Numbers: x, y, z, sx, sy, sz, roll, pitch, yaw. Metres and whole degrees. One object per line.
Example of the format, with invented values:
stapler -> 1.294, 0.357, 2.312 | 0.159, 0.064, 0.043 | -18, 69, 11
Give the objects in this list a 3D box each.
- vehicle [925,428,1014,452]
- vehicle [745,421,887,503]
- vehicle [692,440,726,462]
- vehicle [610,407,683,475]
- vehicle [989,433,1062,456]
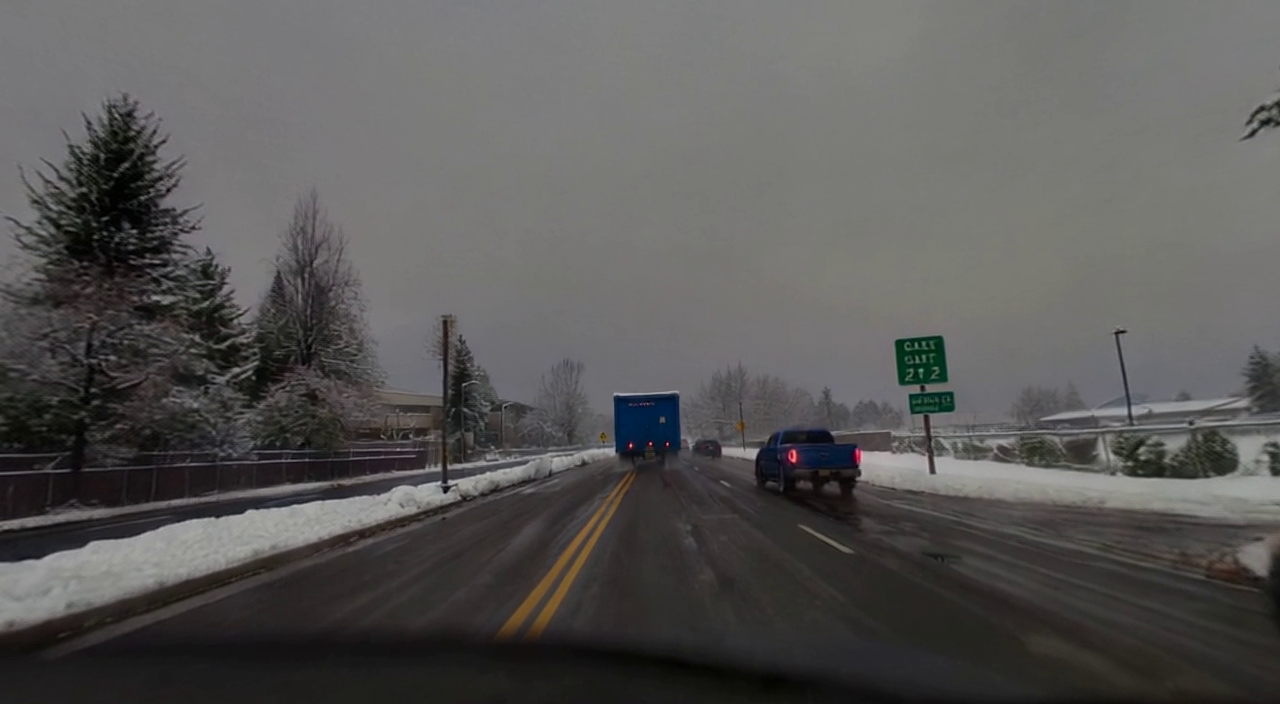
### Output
vehicle -> 22.655, 6.087, 43.464 | 4.995, 1.543, 1.899 | -1, -11, 1
vehicle -> 4.453, 2.880, 16.985 | 2.375, 1.857, 5.100 | 0, -8, 0
vehicle -> 5.342, 7.749, 49.429 | 2.076, 1.661, 4.524 | 0, -8, 0
vehicle -> 0.415, 4.434, 31.369 | 3.197, 2.963, 7.055 | 0, -8, 2
vehicle -> 23.007, 5.546, 37.678 | 3.251, 1.321, 1.555 | 0, -9, -1
